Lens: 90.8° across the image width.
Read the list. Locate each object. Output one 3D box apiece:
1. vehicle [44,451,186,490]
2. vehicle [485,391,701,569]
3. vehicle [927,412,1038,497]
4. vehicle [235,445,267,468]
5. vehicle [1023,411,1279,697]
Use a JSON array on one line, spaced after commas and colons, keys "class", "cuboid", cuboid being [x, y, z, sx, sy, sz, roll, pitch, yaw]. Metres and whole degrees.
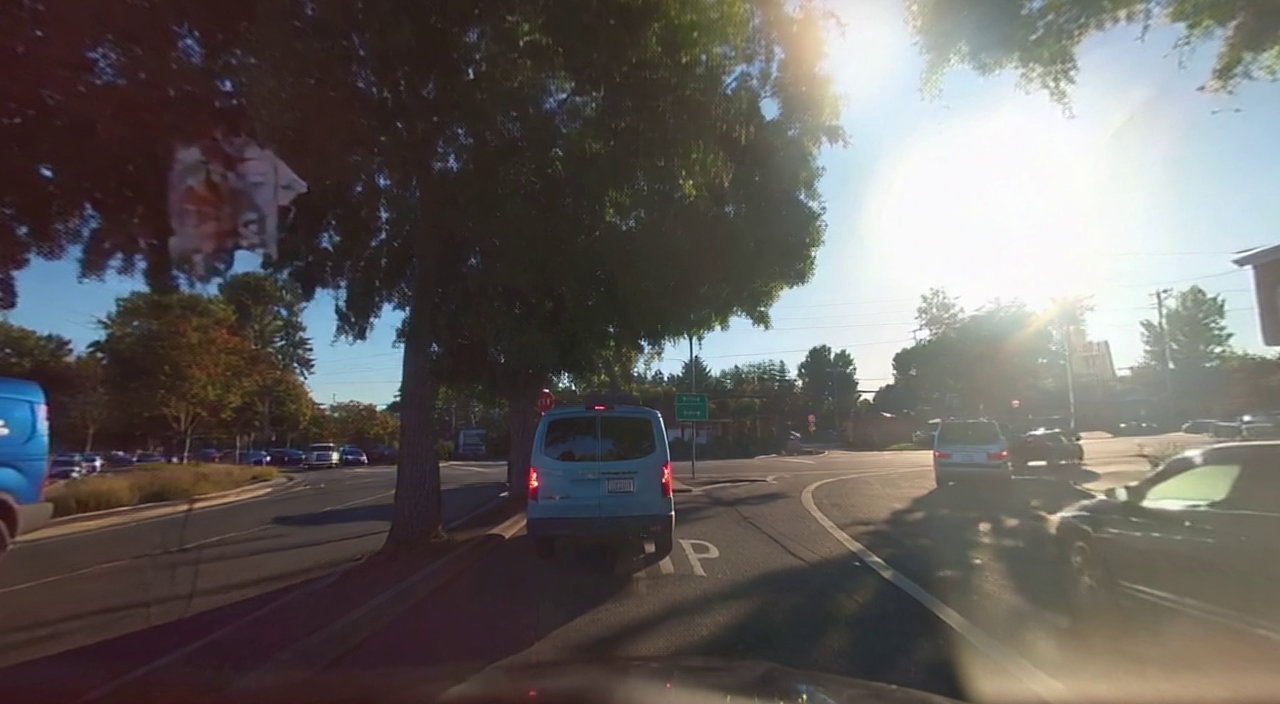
[{"class": "vehicle", "cuboid": [-21.514, 4.836, 26.181, 2.038, 1.392, 4.362, 0, -8, 1]}, {"class": "vehicle", "cuboid": [-0.416, 1.673, 8.902, 2.237, 1.828, 4.546, 0, -9, 2]}, {"class": "vehicle", "cuboid": [9.194, 2.791, 17.433, 2.204, 1.973, 4.946, -4, -9, 24]}, {"class": "vehicle", "cuboid": [-30.103, 8.031, 48.917, 1.913, 1.682, 4.120, 5, -10, -31]}, {"class": "vehicle", "cuboid": [4.448, 1.077, 3.354, 2.079, 1.504, 4.828, -1, -9, 4]}]
